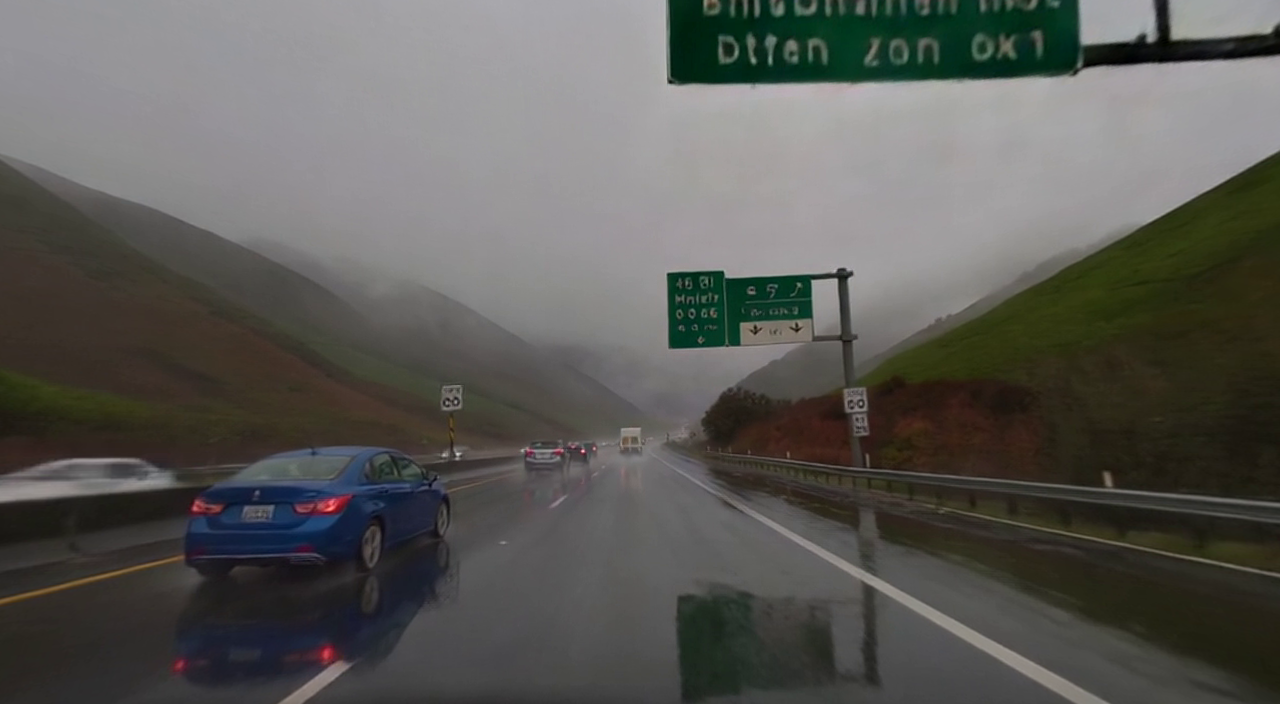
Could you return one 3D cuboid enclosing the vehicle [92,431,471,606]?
[{"bbox_3d":[-3.635,1.747,7.638,1.988,1.440,4.504,0,-9,-1],"label":"vehicle"}]

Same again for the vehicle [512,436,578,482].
[{"bbox_3d":[-3.848,4.412,26.230,2.073,1.694,4.162,-1,-9,0],"label":"vehicle"}]
